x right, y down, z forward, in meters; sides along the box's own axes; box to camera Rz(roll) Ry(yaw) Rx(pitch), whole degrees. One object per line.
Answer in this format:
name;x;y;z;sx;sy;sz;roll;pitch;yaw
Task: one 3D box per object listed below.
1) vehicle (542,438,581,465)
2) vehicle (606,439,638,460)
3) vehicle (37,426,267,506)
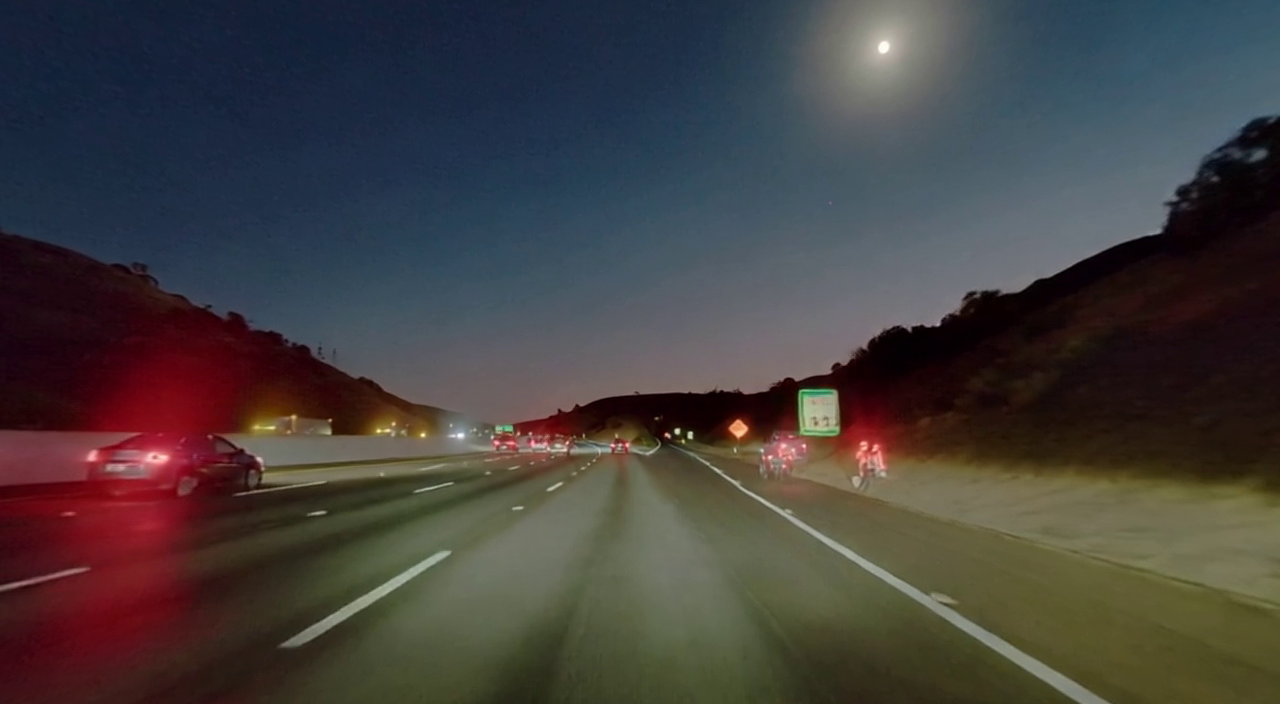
vehicle;-5.092;6.509;41.370;2.060;1.631;4.214;0;-9;-1
vehicle;-1.438;7.679;49.566;2.421;1.594;4.248;0;-9;-2
vehicle;-11.504;2.710;15.382;2.047;1.645;4.451;0;-9;0
